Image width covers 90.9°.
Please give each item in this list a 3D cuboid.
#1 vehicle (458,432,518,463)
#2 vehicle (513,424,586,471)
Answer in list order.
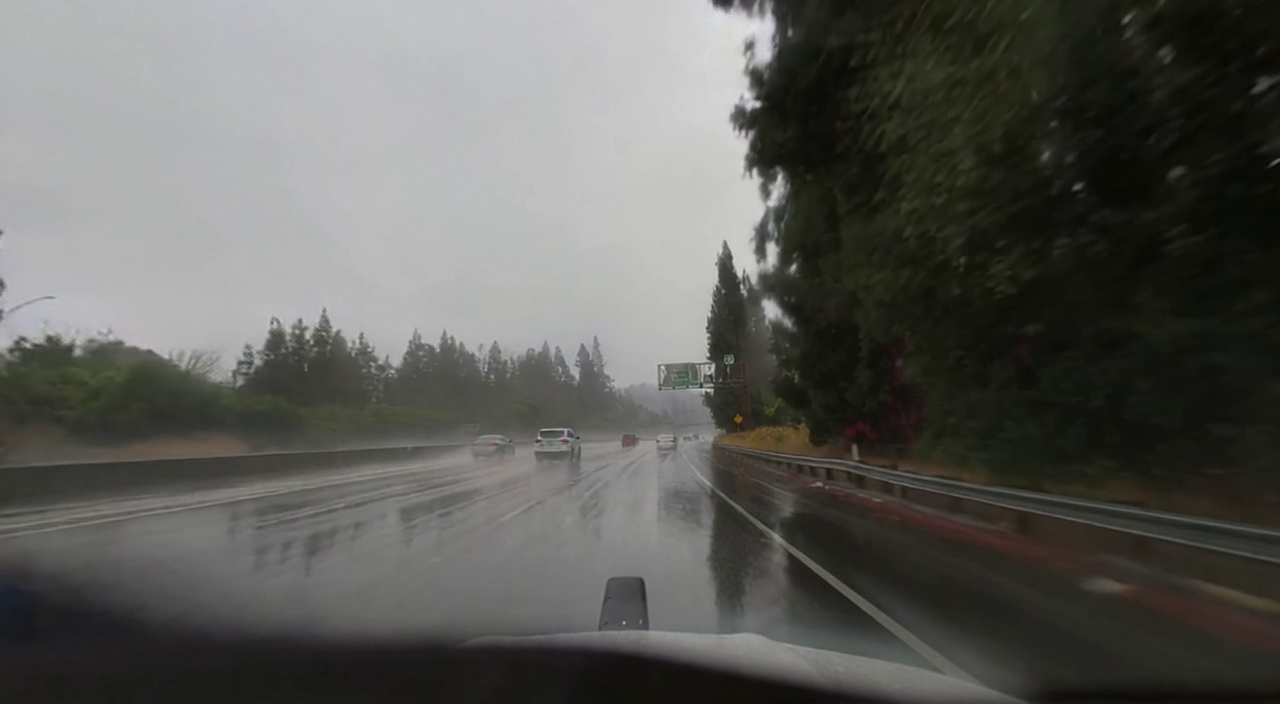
[{"bbox_3d":[-7.596,4.813,31.963,1.883,1.411,4.053,0,-8,3],"label":"vehicle"},{"bbox_3d":[-3.495,3.811,25.344,2.071,1.716,4.363,0,-8,3],"label":"vehicle"}]
